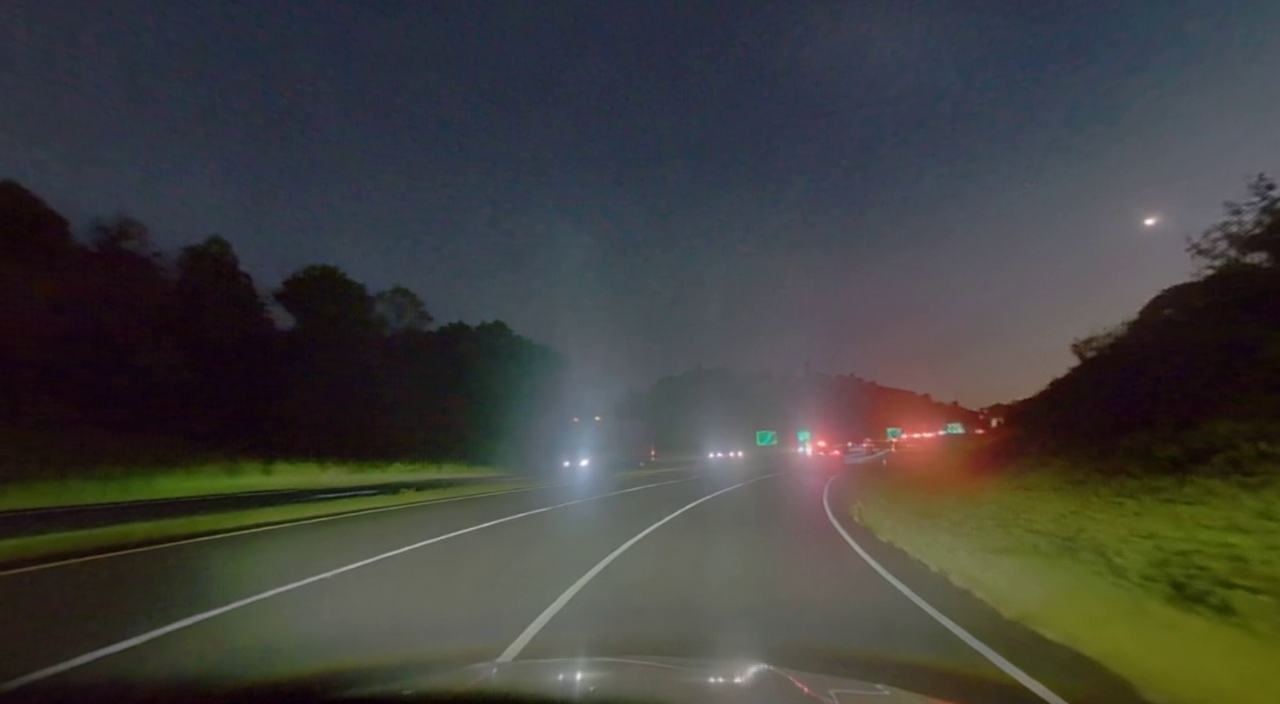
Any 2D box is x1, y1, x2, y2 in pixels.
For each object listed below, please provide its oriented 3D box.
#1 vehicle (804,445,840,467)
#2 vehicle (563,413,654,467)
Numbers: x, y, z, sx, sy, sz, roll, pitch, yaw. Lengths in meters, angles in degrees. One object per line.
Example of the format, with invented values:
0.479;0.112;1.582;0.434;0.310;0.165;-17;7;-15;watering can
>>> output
12.416;7.052;42.873;1.807;1.427;3.645;-4;-10;23;vehicle
-2.084;6.544;46.355;2.965;3.507;9.019;-4;-10;23;vehicle
